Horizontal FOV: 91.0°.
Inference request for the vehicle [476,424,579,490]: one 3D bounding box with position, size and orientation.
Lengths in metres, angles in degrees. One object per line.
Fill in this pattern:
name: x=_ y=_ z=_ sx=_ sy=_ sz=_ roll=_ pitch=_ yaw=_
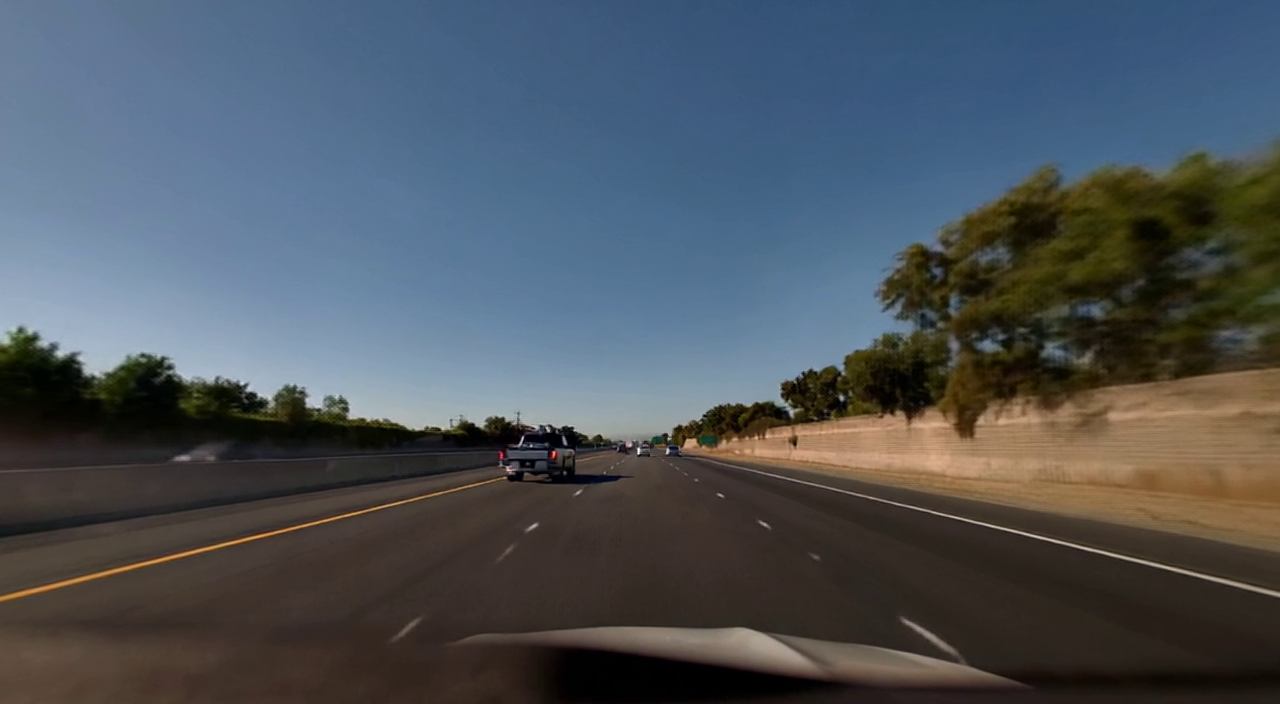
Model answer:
vehicle: x=-3.572 y=3.486 z=21.297 sx=2.379 sy=1.918 sz=5.504 roll=0 pitch=-8 yaw=1
